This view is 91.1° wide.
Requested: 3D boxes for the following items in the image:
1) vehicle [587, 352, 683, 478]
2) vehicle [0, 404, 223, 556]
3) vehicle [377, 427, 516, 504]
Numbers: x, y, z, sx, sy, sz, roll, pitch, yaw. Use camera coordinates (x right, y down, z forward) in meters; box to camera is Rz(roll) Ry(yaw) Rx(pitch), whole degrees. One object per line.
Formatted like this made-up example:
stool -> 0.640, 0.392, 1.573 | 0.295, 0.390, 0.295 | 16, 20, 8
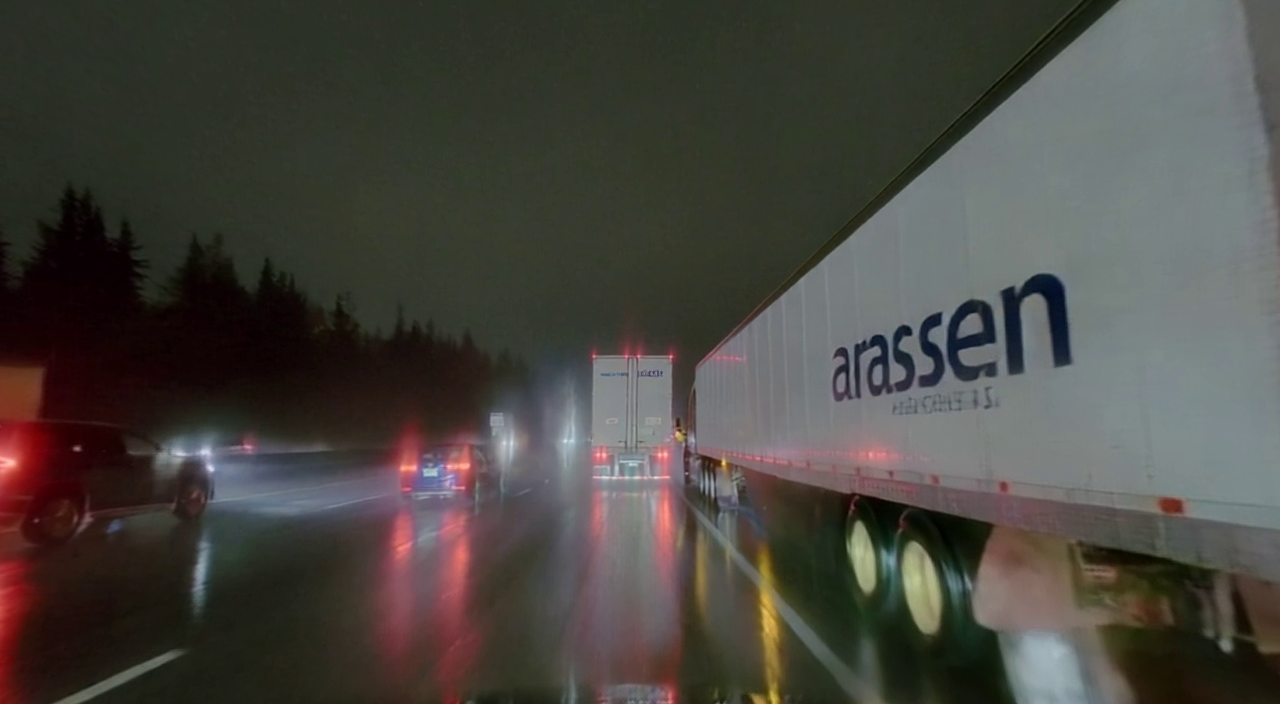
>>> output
vehicle -> -0.219, 2.771, 26.011 | 3.118, 4.106, 10.719 | 0, -8, -1
vehicle -> -8.063, 1.637, 8.547 | 1.990, 1.654, 4.129 | 0, -8, -1
vehicle -> -4.176, 2.482, 14.274 | 1.933, 1.492, 3.838 | 0, -8, 0
